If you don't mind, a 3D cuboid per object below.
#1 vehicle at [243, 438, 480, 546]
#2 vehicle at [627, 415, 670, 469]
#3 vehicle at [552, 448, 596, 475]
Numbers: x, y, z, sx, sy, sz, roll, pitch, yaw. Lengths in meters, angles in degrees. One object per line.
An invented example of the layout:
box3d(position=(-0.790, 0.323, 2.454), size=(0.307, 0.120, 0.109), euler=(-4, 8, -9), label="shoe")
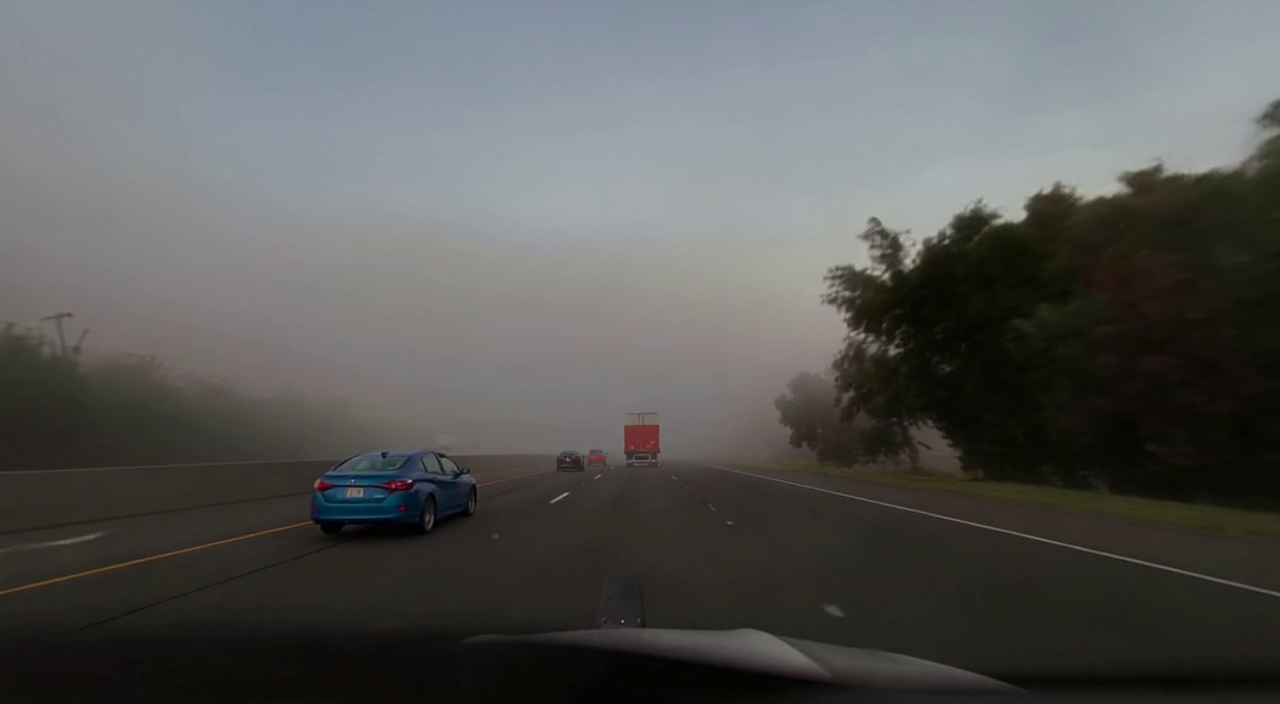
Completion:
box3d(position=(-4.392, 2.269, 10.898), size=(2.010, 1.461, 4.391), euler=(0, -9, 1), label="vehicle")
box3d(position=(0.556, 6.830, 47.586), size=(2.893, 3.628, 9.081), euler=(0, -9, 0), label="vehicle")
box3d(position=(-3.761, 6.326, 36.631), size=(1.981, 1.435, 4.199), euler=(0, -9, 1), label="vehicle")
